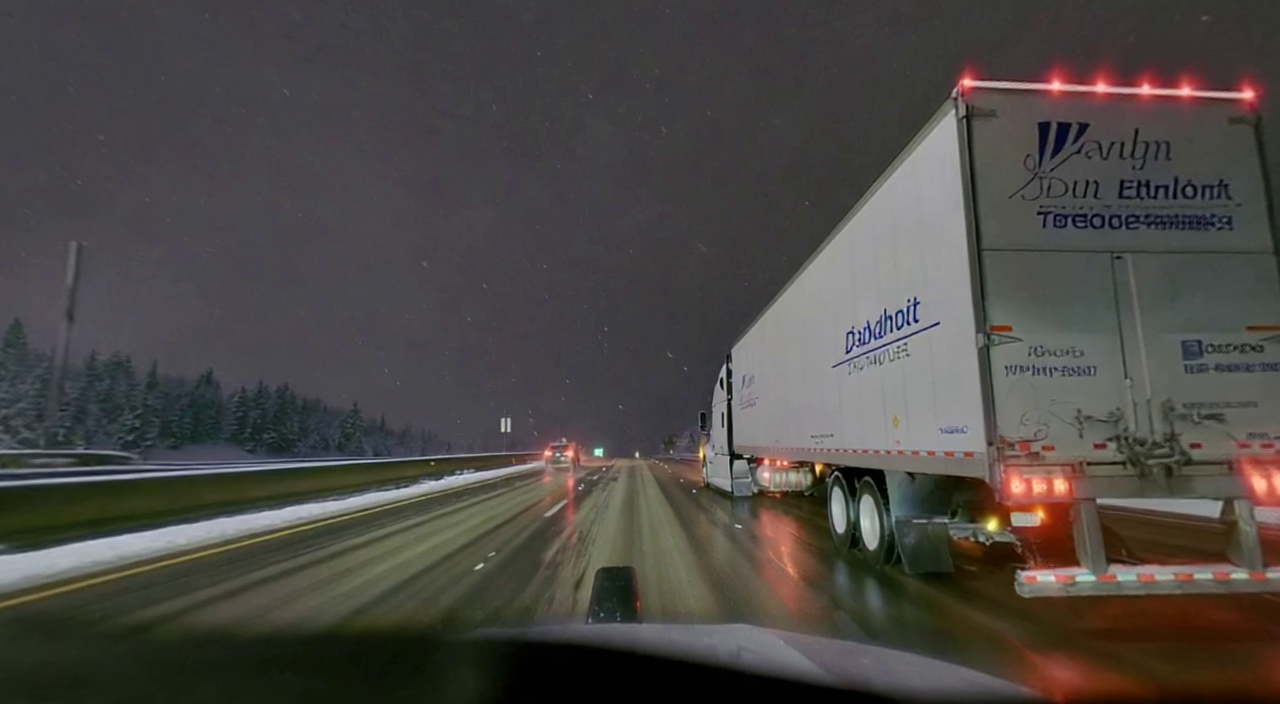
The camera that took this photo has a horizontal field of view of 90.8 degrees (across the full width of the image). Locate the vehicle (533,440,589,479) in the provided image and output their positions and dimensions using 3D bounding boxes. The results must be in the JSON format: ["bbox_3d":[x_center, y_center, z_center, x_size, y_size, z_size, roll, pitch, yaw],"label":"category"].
[{"bbox_3d":[-3.527,4.886,28.955,2.030,1.657,3.926,0,-8,0],"label":"vehicle"}]

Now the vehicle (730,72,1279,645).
[{"bbox_3d":[3.962,0.829,10.806,2.962,4.132,12.720,0,-8,0],"label":"vehicle"}]
